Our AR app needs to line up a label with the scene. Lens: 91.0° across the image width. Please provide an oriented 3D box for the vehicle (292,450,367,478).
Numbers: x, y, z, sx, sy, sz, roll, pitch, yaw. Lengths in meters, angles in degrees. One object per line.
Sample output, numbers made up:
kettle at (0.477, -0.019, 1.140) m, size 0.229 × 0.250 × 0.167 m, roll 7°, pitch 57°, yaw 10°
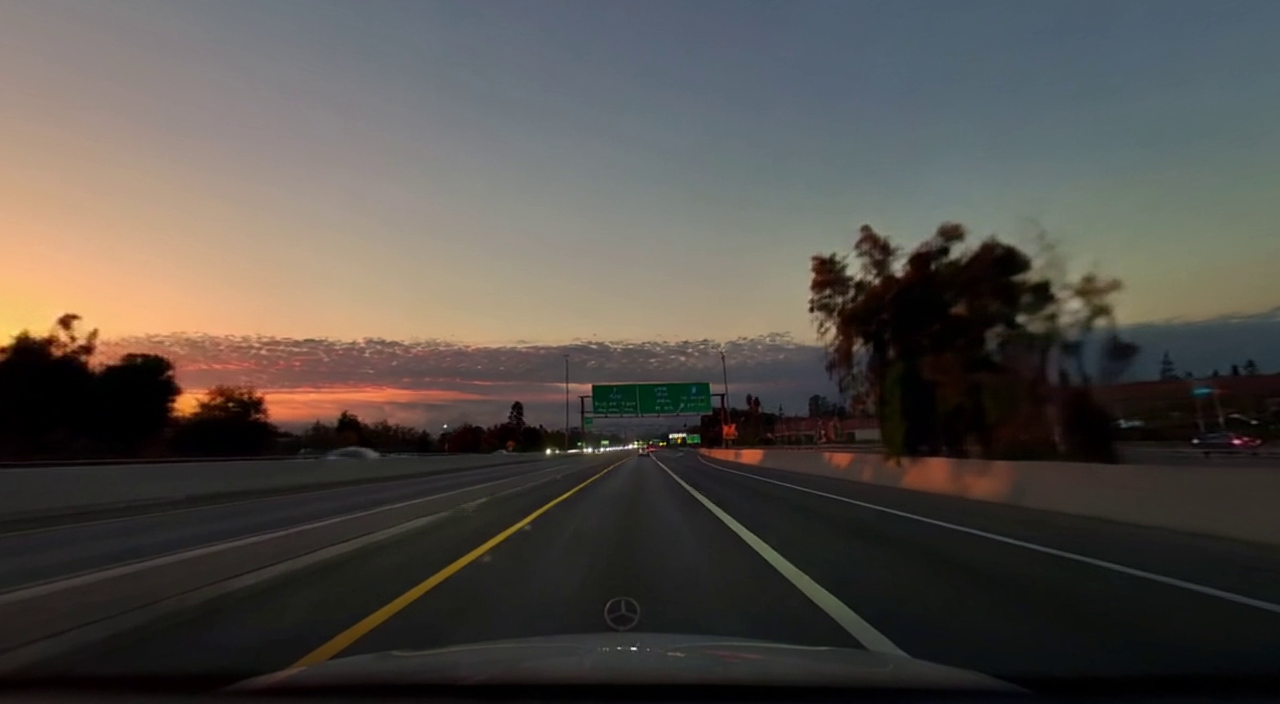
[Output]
vehicle at (-17.506, 6.289, 35.720) m, size 1.920 × 1.481 × 4.515 m, roll 0°, pitch -9°, yaw 0°
